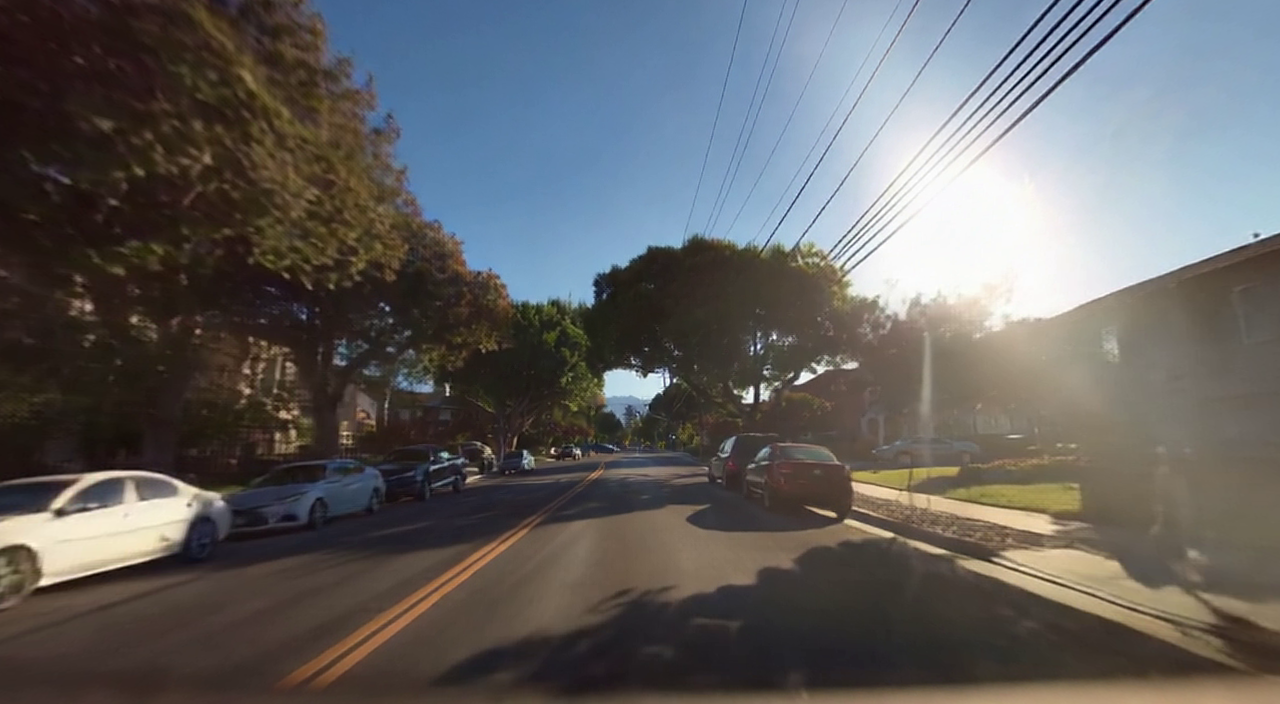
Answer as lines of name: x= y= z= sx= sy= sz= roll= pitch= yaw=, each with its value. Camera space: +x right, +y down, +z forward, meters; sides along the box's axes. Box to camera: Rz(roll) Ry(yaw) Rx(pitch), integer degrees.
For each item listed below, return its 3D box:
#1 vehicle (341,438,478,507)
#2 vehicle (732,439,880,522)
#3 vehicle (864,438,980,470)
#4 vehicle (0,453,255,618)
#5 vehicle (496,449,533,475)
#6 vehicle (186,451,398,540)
vehicle: x=-6.811 y=3.598 z=19.513 sx=2.151 sy=1.789 sz=5.482 roll=0 pitch=-8 yaw=0
vehicle: x=3.293 y=2.622 z=13.483 sx=1.869 sy=1.453 sz=4.237 roll=0 pitch=-8 yaw=-2
vehicle: x=16.073 y=5.855 z=36.261 sx=5.662 sy=1.761 sz=2.050 roll=0 pitch=-8 yaw=0
vehicle: x=-6.835 y=1.935 z=7.304 sx=1.860 sy=1.469 sz=4.573 roll=0 pitch=-8 yaw=0
vehicle: x=-7.719 y=6.764 z=39.210 sx=1.902 sy=1.456 sz=4.451 roll=1 pitch=-9 yaw=-7
vehicle: x=-6.878 y=2.835 z=13.216 sx=1.854 sy=1.460 sz=4.582 roll=0 pitch=-8 yaw=0
